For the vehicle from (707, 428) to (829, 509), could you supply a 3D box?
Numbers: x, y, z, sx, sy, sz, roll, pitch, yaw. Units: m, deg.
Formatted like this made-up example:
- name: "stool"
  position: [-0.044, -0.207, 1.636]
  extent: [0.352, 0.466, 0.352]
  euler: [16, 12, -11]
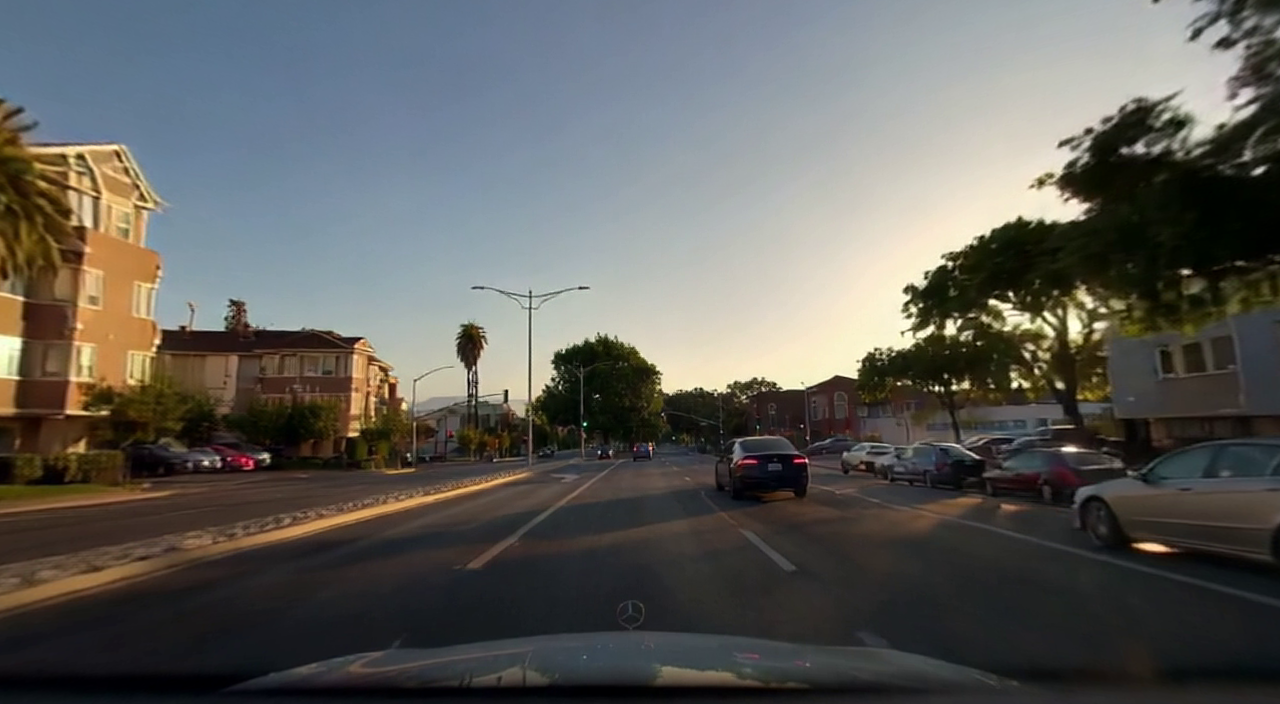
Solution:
- name: "vehicle"
  position: [2.867, 2.731, 15.220]
  extent: [2.009, 1.639, 4.267]
  euler: [0, -9, 0]

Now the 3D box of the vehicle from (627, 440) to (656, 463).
- name: "vehicle"
  position: [0.139, 7.596, 48.235]
  extent: [2.087, 1.709, 4.076]
  euler: [0, -9, 1]

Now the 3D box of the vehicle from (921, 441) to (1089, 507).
- name: "vehicle"
  position: [10.113, 3.397, 18.035]
  extent: [1.916, 1.548, 4.799]
  euler: [2, -9, -1]

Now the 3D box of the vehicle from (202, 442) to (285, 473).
- name: "vehicle"
  position: [-25.706, 6.843, 41.150]
  extent: [2.070, 1.856, 5.069]
  euler: [0, -9, 0]

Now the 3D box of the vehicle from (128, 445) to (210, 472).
- name: "vehicle"
  position: [-30.773, 6.953, 41.395]
  extent: [1.898, 1.692, 4.455]
  euler: [0, -9, 0]

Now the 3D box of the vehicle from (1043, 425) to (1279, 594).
- name: "vehicle"
  position: [6.551, 1.507, 6.403]
  extent: [1.890, 1.471, 4.566]
  euler: [0, -9, 0]
